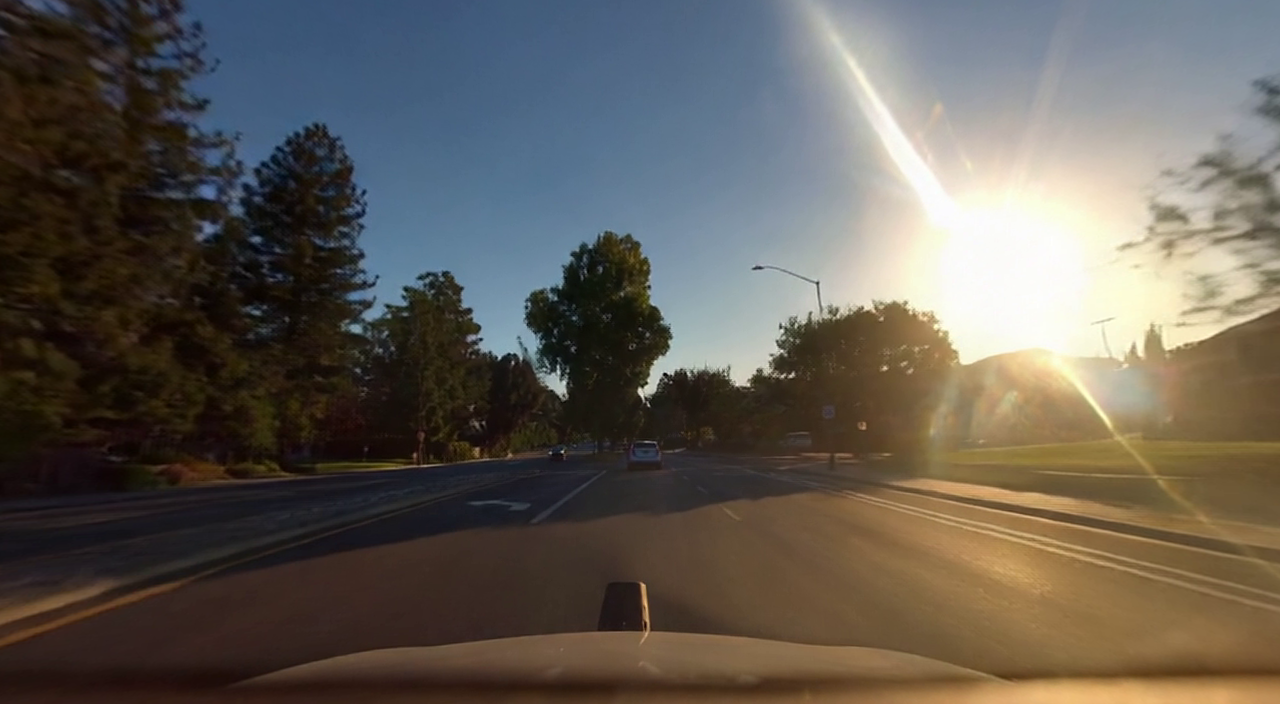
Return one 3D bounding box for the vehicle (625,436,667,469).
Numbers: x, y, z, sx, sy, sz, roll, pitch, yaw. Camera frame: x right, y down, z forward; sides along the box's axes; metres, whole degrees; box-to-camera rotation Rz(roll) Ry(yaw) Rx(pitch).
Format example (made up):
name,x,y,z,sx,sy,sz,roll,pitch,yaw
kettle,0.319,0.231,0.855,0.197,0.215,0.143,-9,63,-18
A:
name,x,y,z,sx,sy,sz,roll,pitch,yaw
vehicle,0.274,5.786,36.320,2.165,1.783,4.391,0,-9,-3
